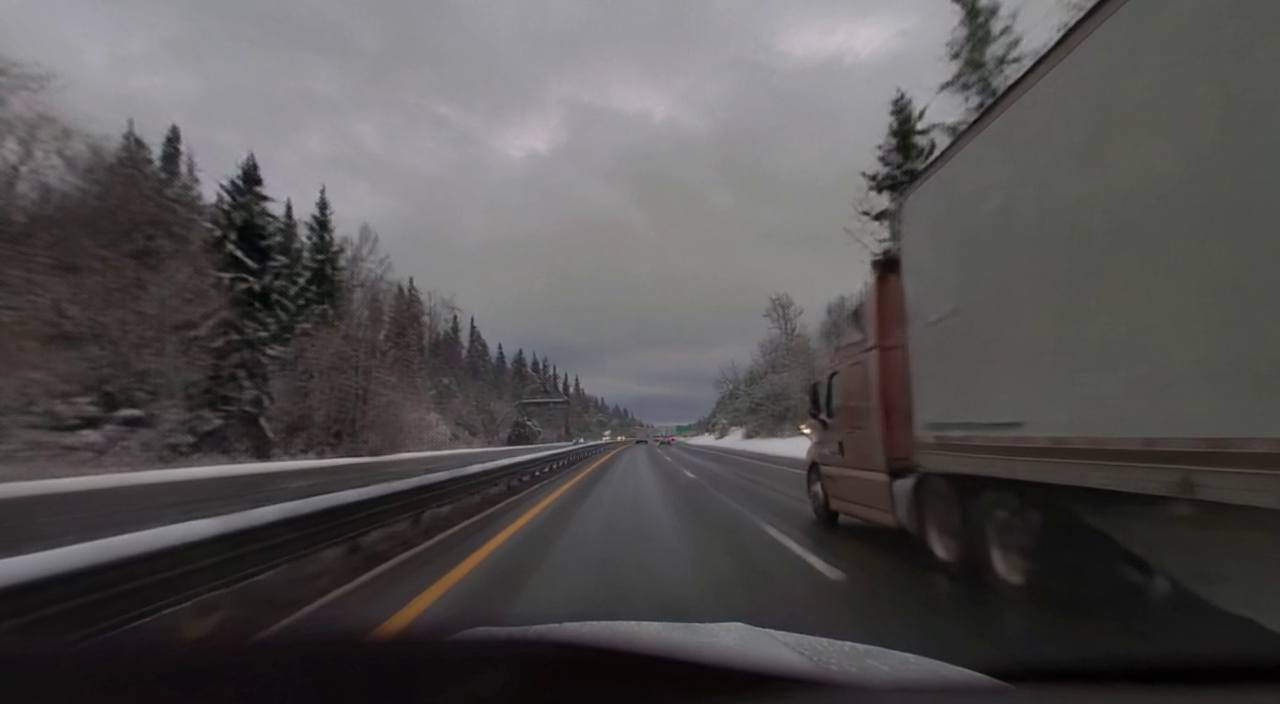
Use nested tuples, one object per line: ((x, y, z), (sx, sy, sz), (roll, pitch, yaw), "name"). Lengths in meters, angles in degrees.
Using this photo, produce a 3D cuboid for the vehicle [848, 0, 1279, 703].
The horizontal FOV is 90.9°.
((4.159, 0.012, 4.783), (2.982, 3.909, 5.794), (0, -7, -1), "vehicle")
